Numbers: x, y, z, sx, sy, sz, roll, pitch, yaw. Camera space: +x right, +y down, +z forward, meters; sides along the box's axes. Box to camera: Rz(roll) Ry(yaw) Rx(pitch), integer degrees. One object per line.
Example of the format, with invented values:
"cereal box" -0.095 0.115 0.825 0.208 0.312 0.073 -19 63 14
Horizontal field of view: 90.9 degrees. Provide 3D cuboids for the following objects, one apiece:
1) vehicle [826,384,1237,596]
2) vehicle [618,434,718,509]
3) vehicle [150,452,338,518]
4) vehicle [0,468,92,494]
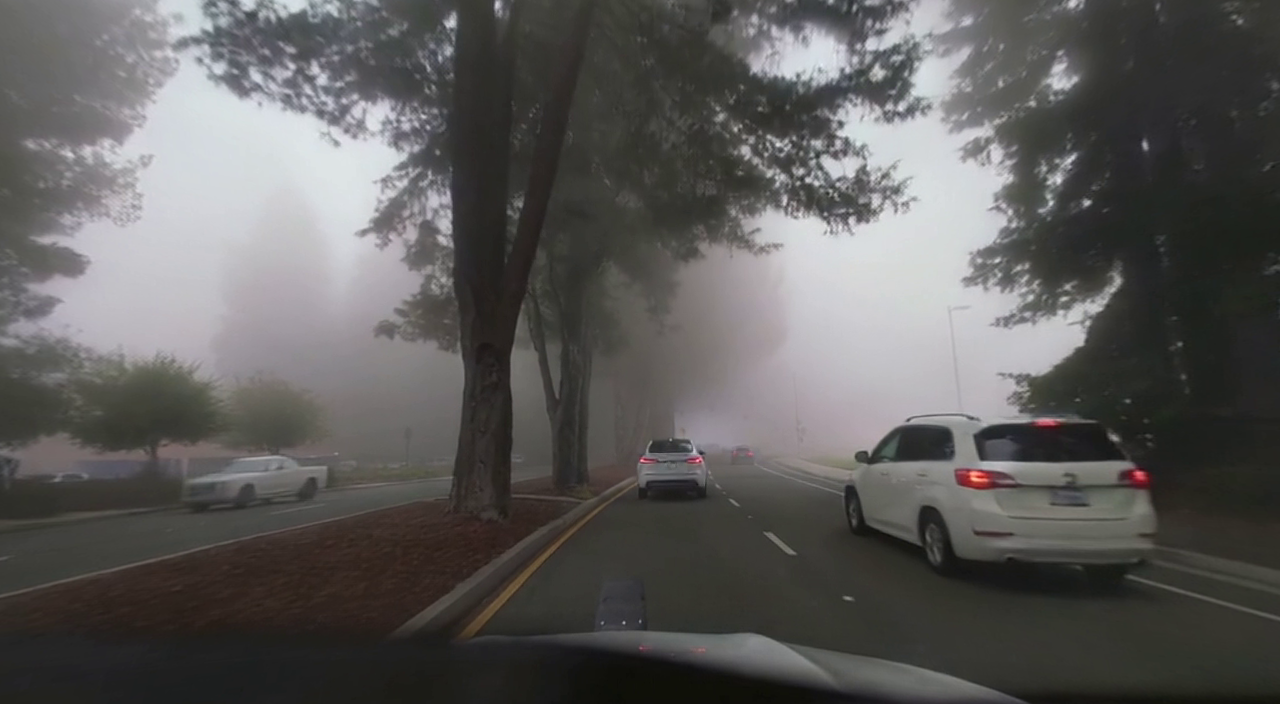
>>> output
"vehicle" 4.164 1.569 8.158 1.953 1.818 5.299 0 -8 1
"vehicle" 0.735 2.862 15.621 2.154 1.585 3.997 -1 -8 4
"vehicle" -10.838 3.630 17.821 2.027 1.511 4.711 -1 -8 4
"vehicle" -39.103 8.459 41.561 4.279 1.561 2.022 -1 -8 7
